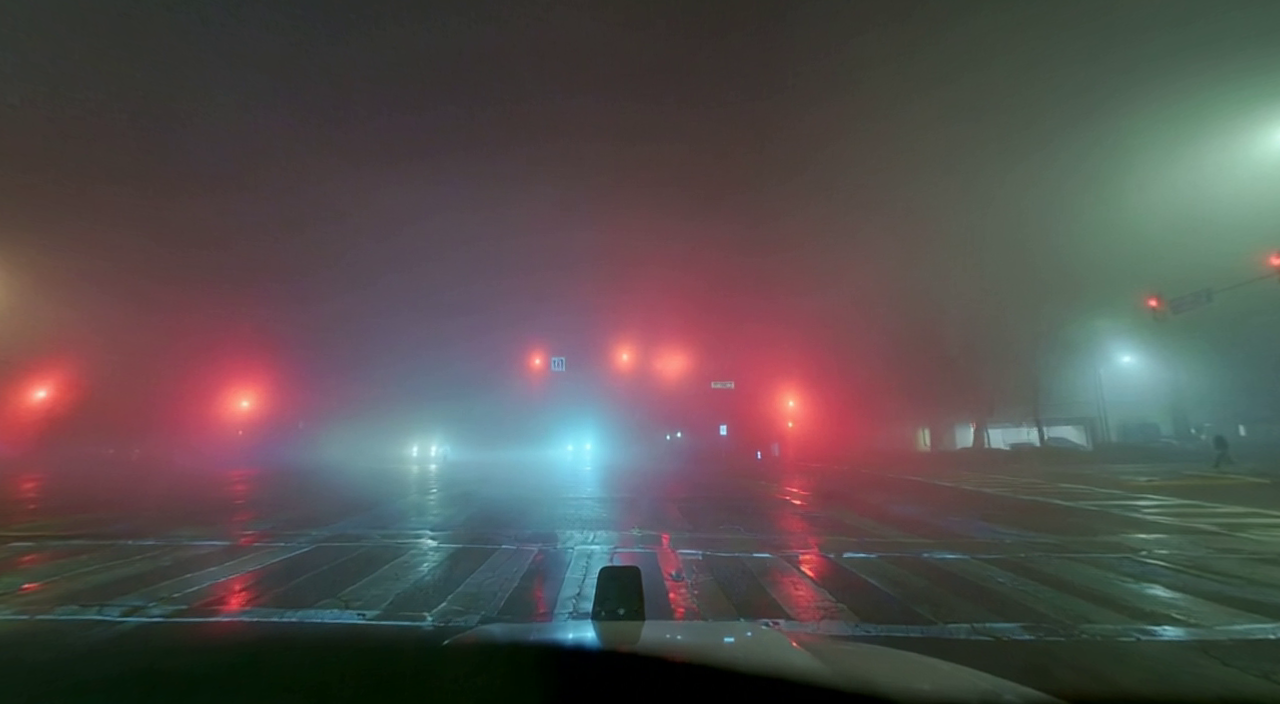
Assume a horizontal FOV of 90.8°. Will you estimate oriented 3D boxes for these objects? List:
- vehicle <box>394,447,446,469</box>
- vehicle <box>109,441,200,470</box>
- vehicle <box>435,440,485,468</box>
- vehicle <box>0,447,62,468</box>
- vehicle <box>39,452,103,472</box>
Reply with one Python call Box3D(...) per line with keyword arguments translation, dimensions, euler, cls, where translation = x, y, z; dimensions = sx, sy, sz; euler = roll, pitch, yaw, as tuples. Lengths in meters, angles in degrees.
Box3D(translation=(-15.524, 7.446, 44.792), dimensions=(2.056, 1.450, 4.343), euler=(0, -8, 0), cls="vehicle")
Box3D(translation=(-34.926, 7.417, 45.728), dimensions=(2.204, 1.955, 5.518), euler=(0, -8, 0), cls="vehicle")
Box3D(translation=(-11.975, 6.799, 42.315), dimensions=(2.080, 1.763, 4.341), euler=(0, -8, 0), cls="vehicle")
Box3D(translation=(-45.279, 7.758, 46.586), dimensions=(1.858, 1.467, 3.624), euler=(0, -8, 0), cls="vehicle")
Box3D(translation=(-41.605, 8.022, 46.272), dimensions=(1.552, 1.339, 3.340), euler=(-2, -9, -1), cls="vehicle")
